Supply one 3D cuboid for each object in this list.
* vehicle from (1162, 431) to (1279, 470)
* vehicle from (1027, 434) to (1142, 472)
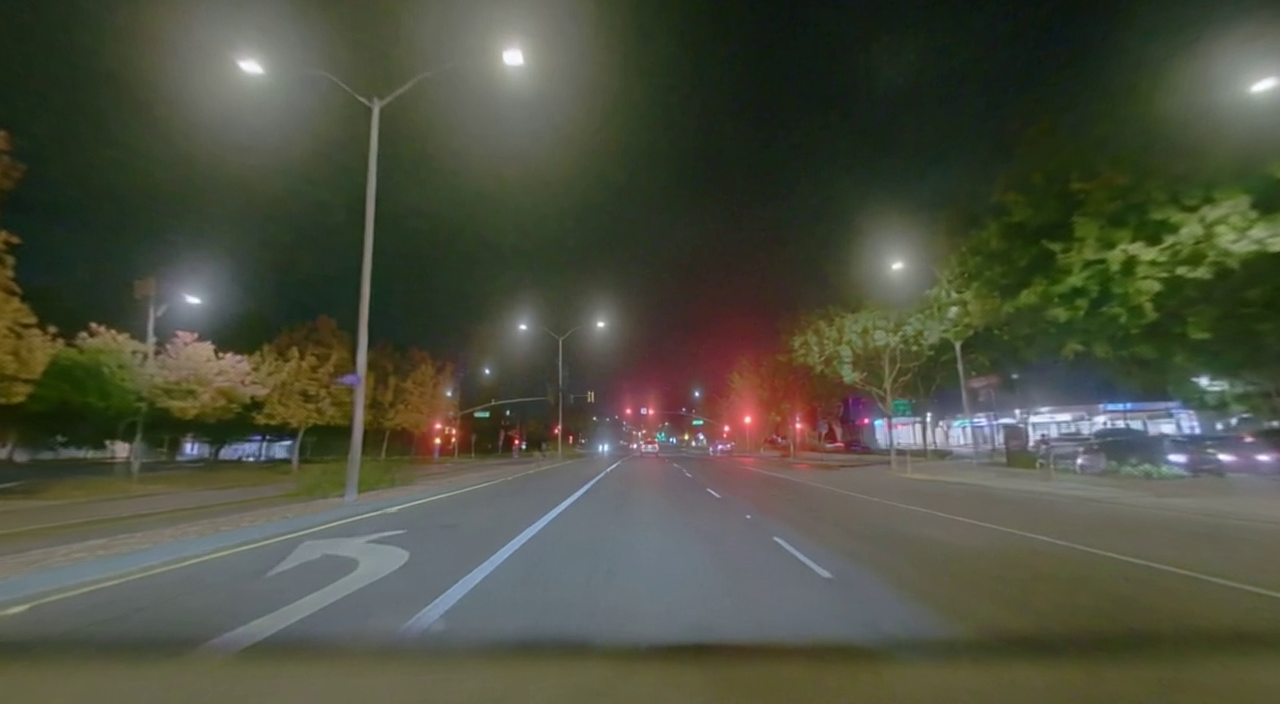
[{"bbox_3d":[24.867,4.211,26.963,1.736,1.516,4.047,-1,-8,3],"label":"vehicle"},{"bbox_3d":[19.225,4.377,27.561,1.842,1.495,4.474,0,-8,2],"label":"vehicle"}]
